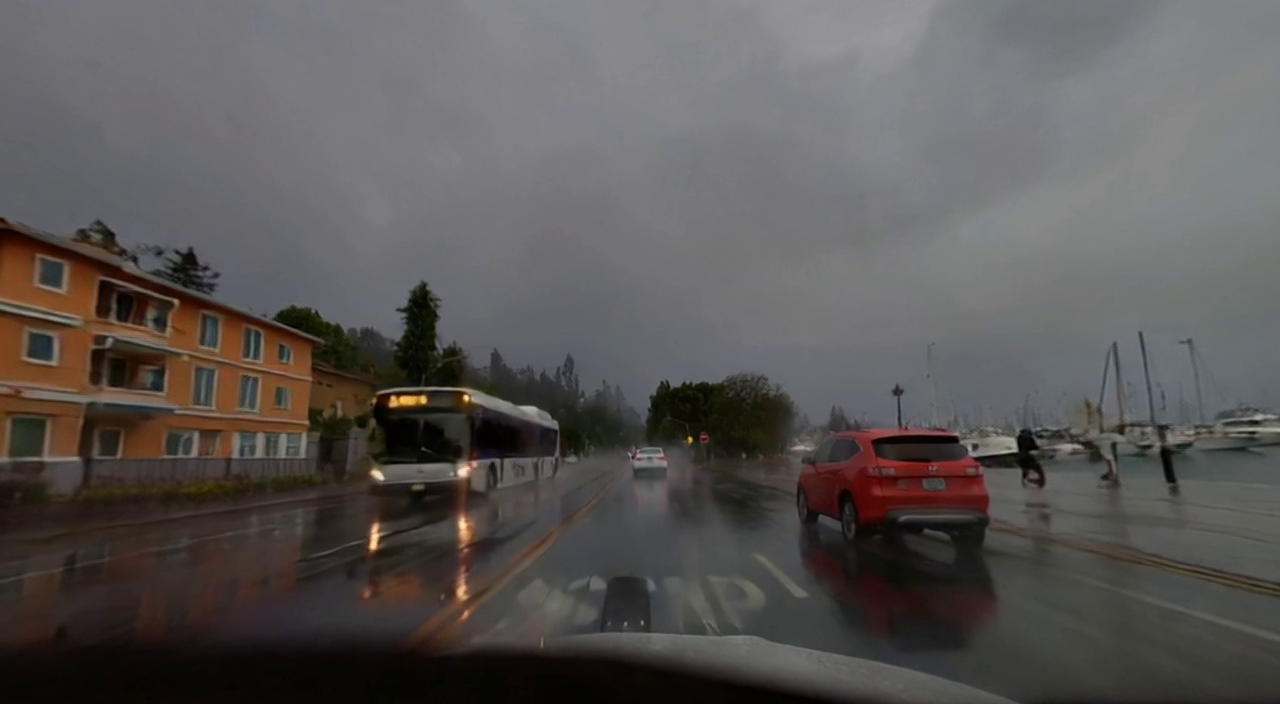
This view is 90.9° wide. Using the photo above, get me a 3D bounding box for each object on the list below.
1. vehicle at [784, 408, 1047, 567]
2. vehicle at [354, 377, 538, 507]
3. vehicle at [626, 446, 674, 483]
[{"bbox_3d":[3.685,1.903,9.529,2.000,1.809,4.405,0,-9,1],"label":"vehicle"},{"bbox_3d":[-6.092,3.210,22.191,3.102,3.524,9.830,0,-9,1],"label":"vehicle"},{"bbox_3d":[0.434,5.373,30.384,2.132,1.632,3.838,0,-9,0],"label":"vehicle"}]
